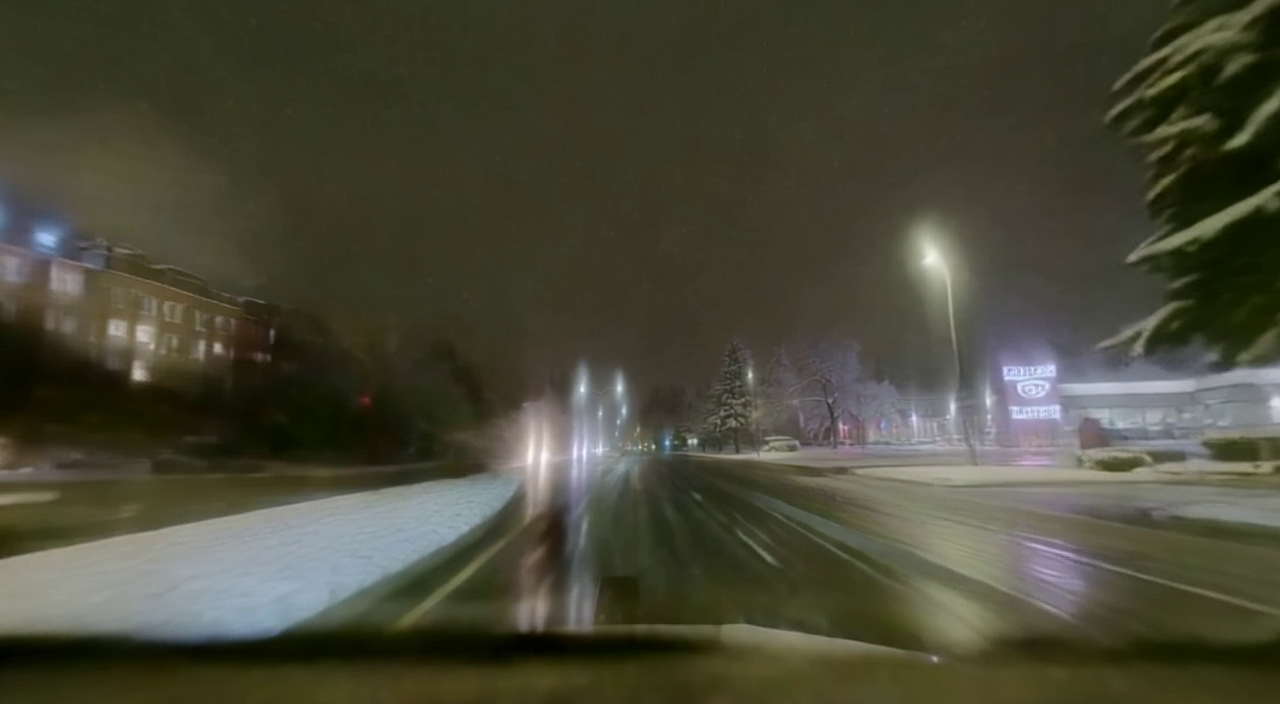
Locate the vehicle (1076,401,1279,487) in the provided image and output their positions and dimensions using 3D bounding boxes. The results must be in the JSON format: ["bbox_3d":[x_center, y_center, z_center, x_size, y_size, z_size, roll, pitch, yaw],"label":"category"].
[{"bbox_3d":[22.076,3.578,24.736,7.634,3.061,2.777,-1,-8,0],"label":"vehicle"}]
